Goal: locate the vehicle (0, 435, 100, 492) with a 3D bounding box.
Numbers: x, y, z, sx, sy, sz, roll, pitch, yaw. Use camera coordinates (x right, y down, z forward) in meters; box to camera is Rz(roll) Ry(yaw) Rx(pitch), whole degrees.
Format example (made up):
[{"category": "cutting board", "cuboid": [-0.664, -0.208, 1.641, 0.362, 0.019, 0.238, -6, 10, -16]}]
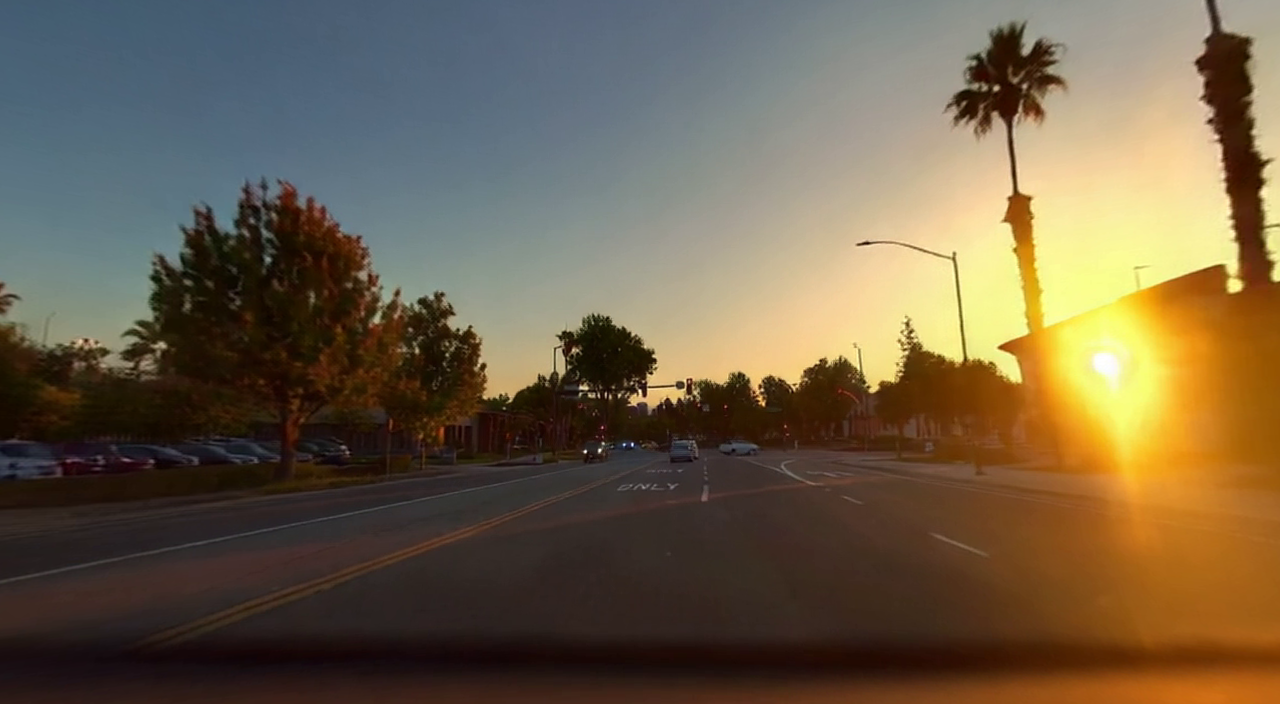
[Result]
[{"category": "vehicle", "cuboid": [-22.128, 3.862, 21.979, 4.486, 1.801, 2.250, -1, -6, 3]}]
